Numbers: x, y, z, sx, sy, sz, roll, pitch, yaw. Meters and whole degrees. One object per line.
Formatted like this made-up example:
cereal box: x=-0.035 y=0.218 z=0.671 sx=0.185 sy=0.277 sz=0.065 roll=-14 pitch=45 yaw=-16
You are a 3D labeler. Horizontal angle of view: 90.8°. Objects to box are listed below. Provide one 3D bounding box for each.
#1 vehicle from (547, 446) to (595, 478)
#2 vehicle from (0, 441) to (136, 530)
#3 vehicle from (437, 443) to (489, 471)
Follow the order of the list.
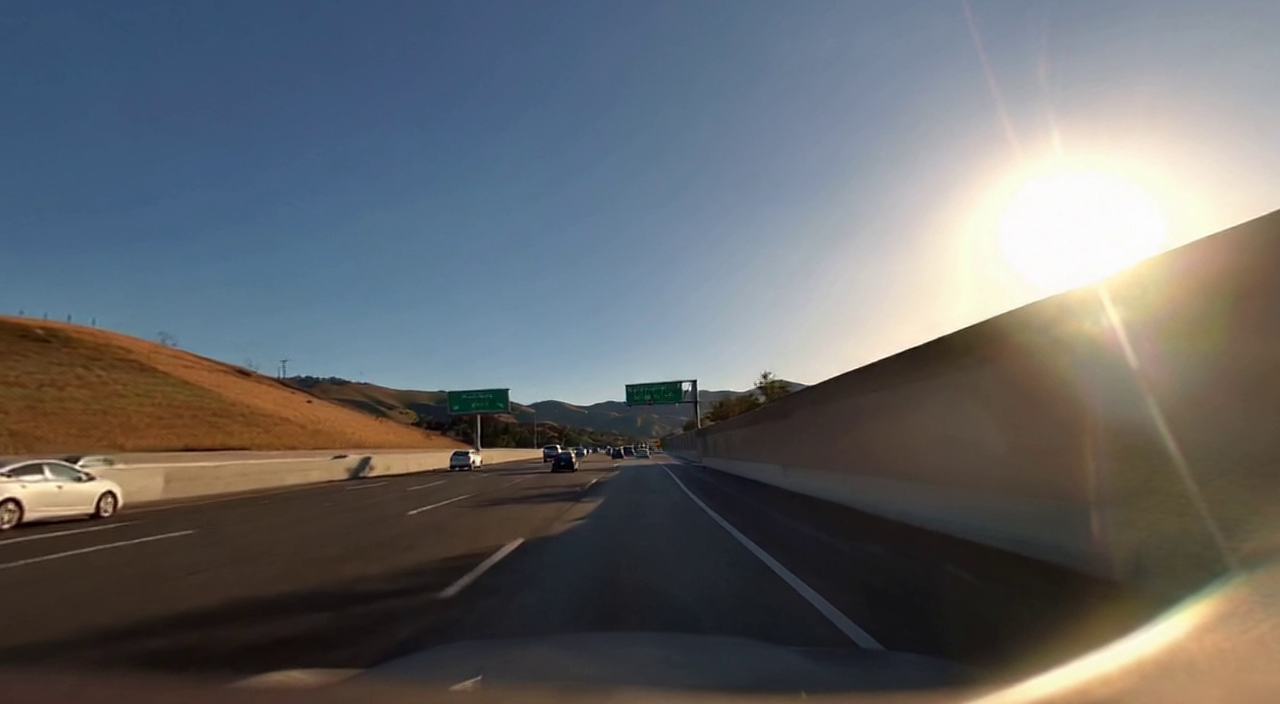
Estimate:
vehicle: x=-3.455 y=5.616 z=32.357 sx=1.931 sy=1.492 sz=4.076 roll=-1 pitch=-9 yaw=1
vehicle: x=-12.889 y=2.599 z=12.451 sx=2.035 sy=1.630 sz=4.527 roll=-1 pitch=-9 yaw=1
vehicle: x=-12.002 y=7.197 z=43.260 sx=2.076 sy=1.766 sz=4.831 roll=-1 pitch=-9 yaw=1
